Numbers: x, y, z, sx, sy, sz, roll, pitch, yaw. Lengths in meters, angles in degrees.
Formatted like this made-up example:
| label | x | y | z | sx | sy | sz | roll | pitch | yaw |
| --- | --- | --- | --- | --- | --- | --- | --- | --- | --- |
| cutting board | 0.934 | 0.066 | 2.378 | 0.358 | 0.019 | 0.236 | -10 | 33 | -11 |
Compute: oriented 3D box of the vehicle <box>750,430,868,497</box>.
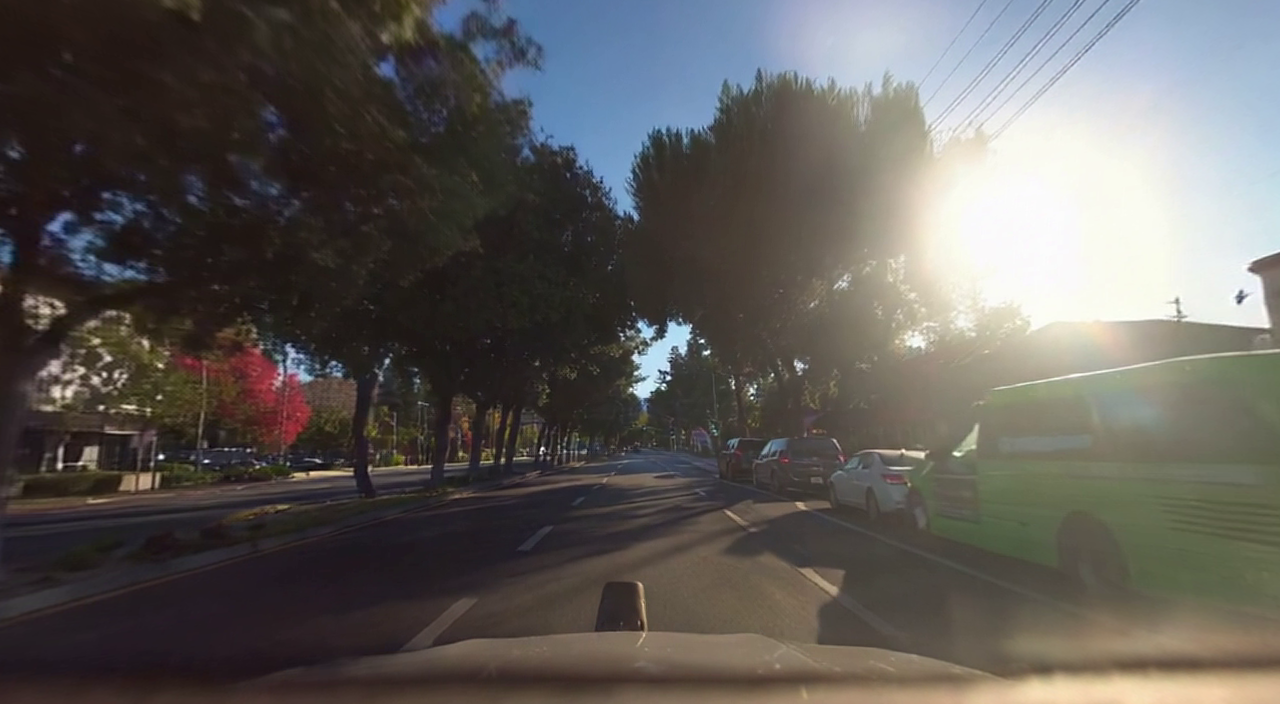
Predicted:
| label | x | y | z | sx | sy | sz | roll | pitch | yaw |
| --- | --- | --- | --- | --- | --- | --- | --- | --- | --- |
| vehicle | 4.655 | 3.145 | 18.245 | 2.028 | 1.660 | 4.705 | 0 | -8 | -1 |

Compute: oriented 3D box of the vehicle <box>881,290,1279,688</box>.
| label | x | y | z | sx | sy | sz | roll | pitch | yaw |
| --- | --- | --- | --- | --- | --- | --- | --- | --- | --- |
| vehicle | 4.646 | 1.104 | 5.927 | 2.351 | 2.125 | 6.230 | 0 | -8 | 0 |
